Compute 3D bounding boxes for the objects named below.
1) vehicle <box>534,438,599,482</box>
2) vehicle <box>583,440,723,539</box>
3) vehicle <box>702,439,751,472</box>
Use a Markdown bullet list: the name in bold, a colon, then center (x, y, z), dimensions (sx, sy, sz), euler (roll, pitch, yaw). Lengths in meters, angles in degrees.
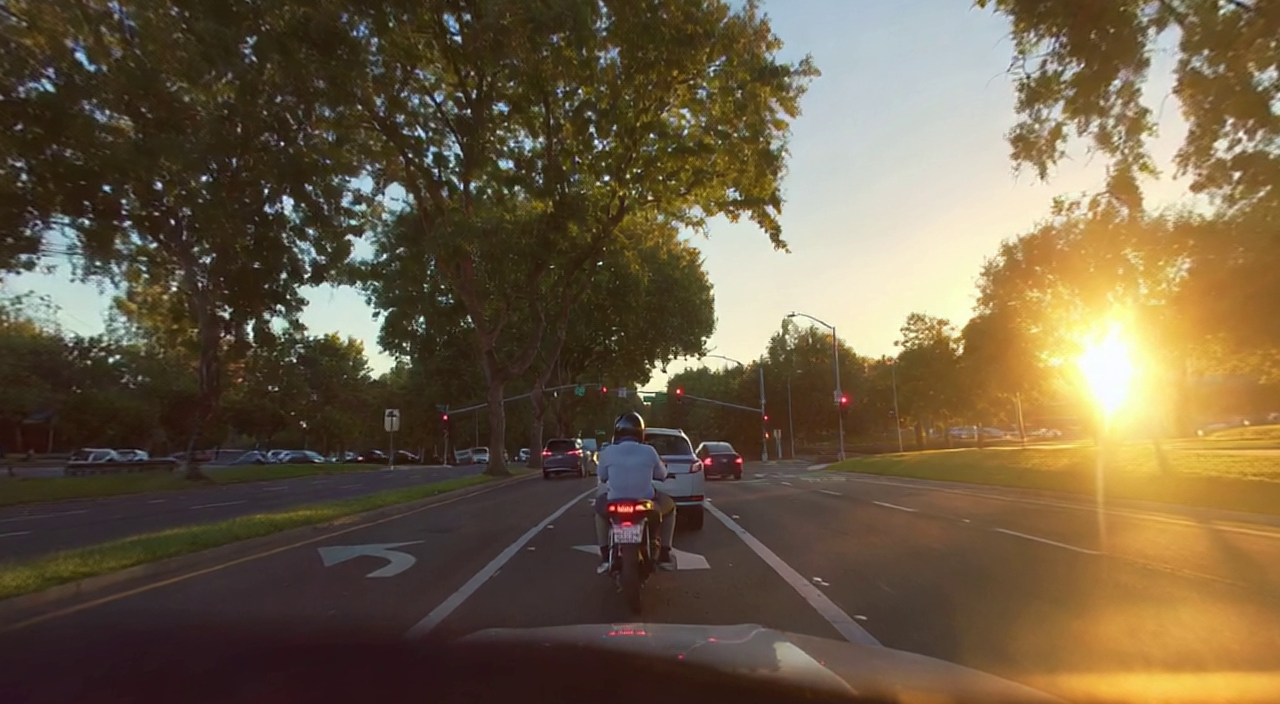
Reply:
- **vehicle**: center (-3.014, 4.568, 27.084), dimensions (2.056, 1.647, 5.045), euler (-1, -8, 1)
- **vehicle**: center (0.177, 2.385, 11.736), dimensions (2.093, 1.450, 4.437), euler (0, -8, 0)
- **vehicle**: center (4.683, 5.683, 34.775), dimensions (2.075, 1.661, 4.229), euler (0, -8, -1)
